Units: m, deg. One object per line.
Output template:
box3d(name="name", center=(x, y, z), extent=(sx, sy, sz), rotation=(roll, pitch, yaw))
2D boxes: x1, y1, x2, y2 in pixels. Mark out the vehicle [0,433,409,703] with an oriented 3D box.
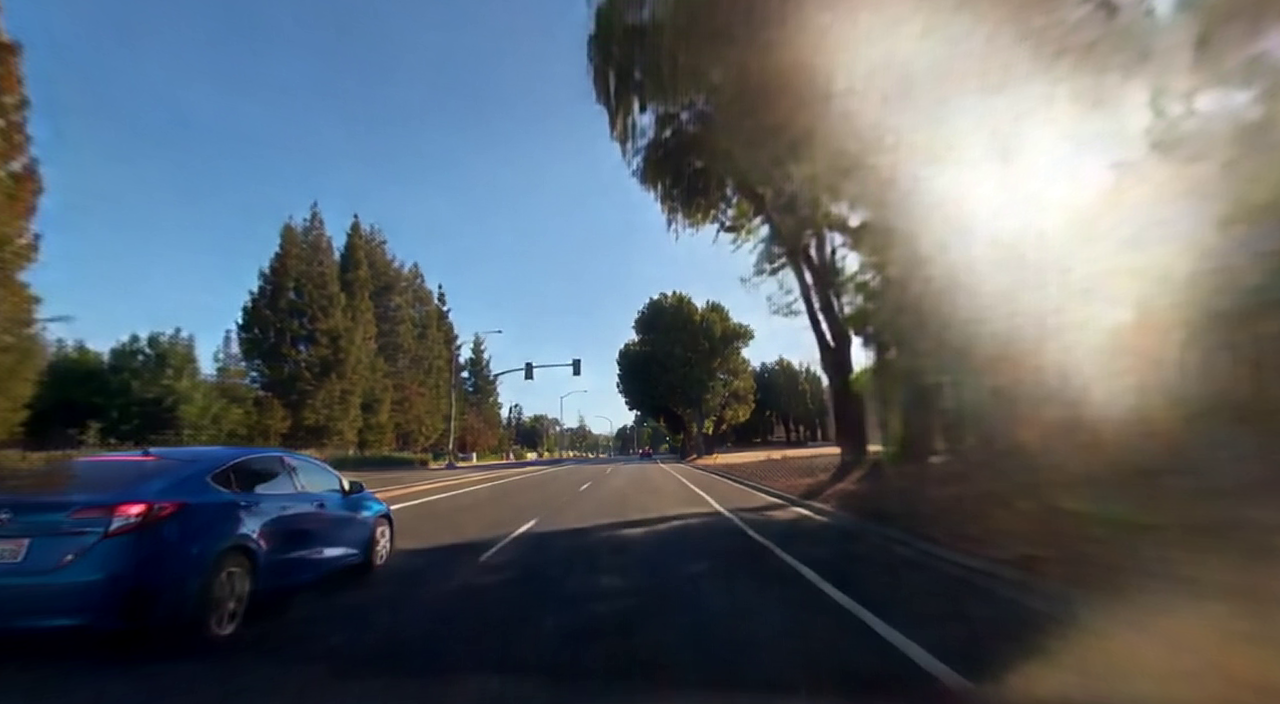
box3d(name="vehicle", center=(-3.823, 1.482, 5.555), extent=(1.946, 1.437, 4.154), rotation=(0, -8, 1))
